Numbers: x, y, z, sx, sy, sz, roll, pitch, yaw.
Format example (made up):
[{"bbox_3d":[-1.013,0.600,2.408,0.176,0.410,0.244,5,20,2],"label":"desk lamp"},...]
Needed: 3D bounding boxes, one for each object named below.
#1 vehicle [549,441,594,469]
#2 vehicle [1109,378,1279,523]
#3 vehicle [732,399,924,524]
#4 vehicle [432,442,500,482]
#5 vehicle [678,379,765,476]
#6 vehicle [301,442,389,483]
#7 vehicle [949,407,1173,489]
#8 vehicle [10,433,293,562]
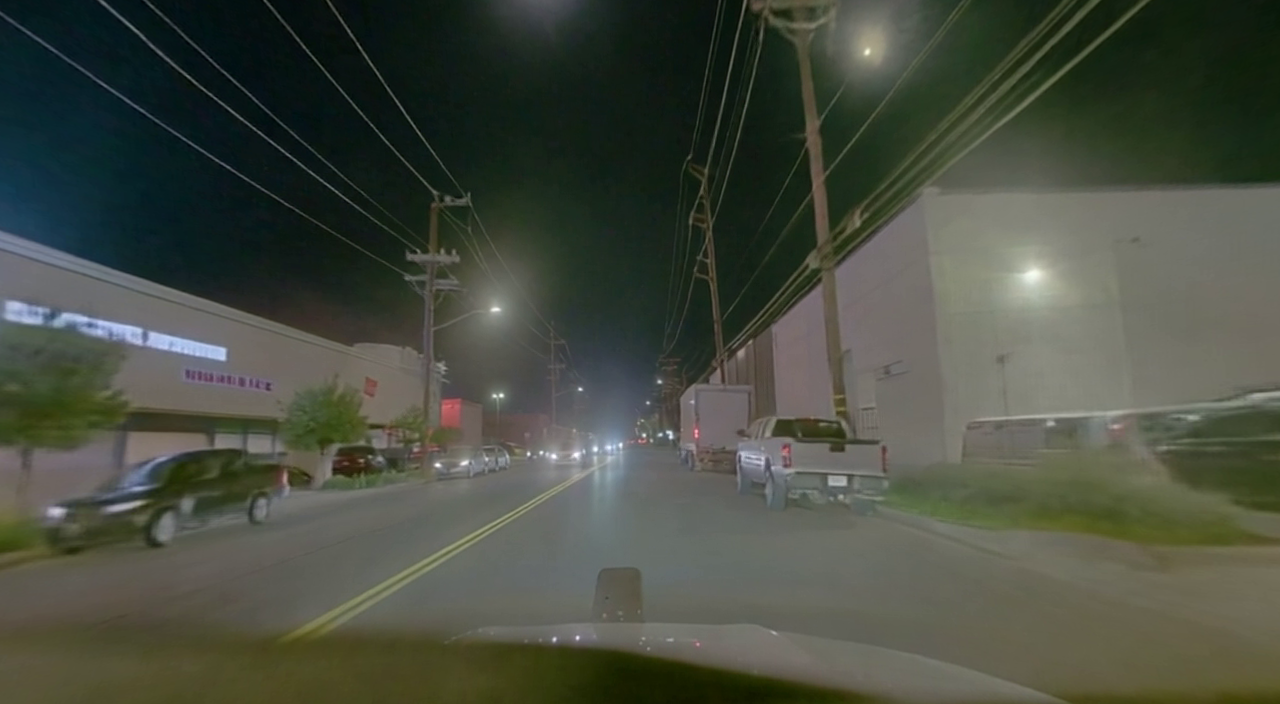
[{"bbox_3d":[-4.013,6.126,37.648,2.020,1.528,4.258,-2,-9,2],"label":"vehicle"},{"bbox_3d":[9.275,1.320,8.699,1.985,1.858,4.831,-2,-8,2],"label":"vehicle"},{"bbox_3d":[3.522,2.272,13.490,2.249,2.026,6.211,0,-9,1],"label":"vehicle"},{"bbox_3d":[-8.337,5.285,30.667,1.954,1.622,4.761,-5,-9,-1],"label":"vehicle"},{"bbox_3d":[3.459,3.599,29.106,2.874,3.757,8.612,0,-9,0],"label":"vehicle"},{"bbox_3d":[-14.550,5.461,31.490,2.001,1.838,4.855,0,-9,0],"label":"vehicle"},{"bbox_3d":[9.104,2.164,14.239,1.851,1.541,4.336,0,-9,-3],"label":"vehicle"},{"bbox_3d":[-8.384,2.479,11.495,1.921,1.750,4.208,-4,-9,-2],"label":"vehicle"}]
